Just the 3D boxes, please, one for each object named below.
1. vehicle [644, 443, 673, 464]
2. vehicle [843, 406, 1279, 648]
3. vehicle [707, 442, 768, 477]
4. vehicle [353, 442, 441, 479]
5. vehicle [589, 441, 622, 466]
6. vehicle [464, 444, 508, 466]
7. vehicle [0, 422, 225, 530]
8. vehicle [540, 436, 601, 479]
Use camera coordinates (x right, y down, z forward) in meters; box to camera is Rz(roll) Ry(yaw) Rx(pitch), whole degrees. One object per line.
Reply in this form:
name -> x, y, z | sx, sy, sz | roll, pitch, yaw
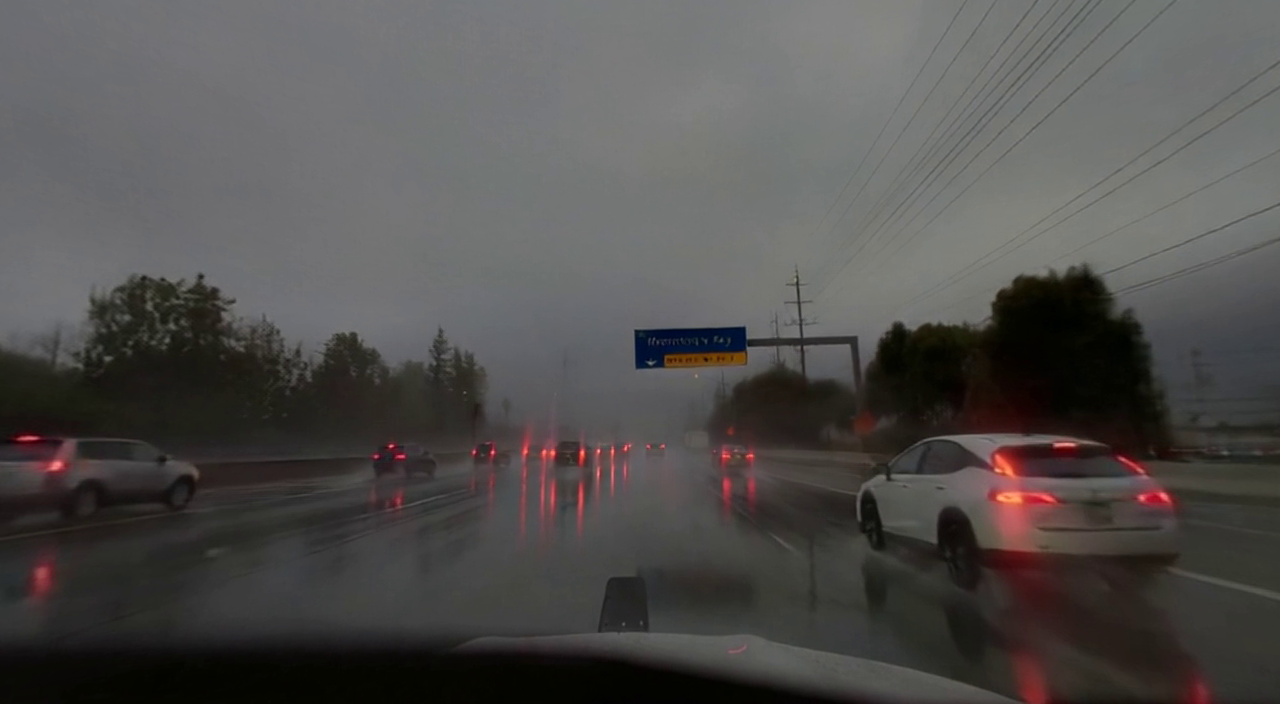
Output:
vehicle -> 1.399, 7.950, 49.741 | 2.220, 1.575, 4.332 | 0, -8, 0
vehicle -> 3.827, 1.471, 6.401 | 2.036, 1.580, 4.360 | 0, -8, 0
vehicle -> 4.445, 4.968, 29.437 | 2.022, 1.472, 4.678 | 0, -8, -1
vehicle -> -10.546, 4.713, 27.737 | 1.926, 1.479, 4.688 | 0, -8, 1
vehicle -> -2.478, 7.456, 46.522 | 2.133, 1.668, 4.505 | 0, -8, 1
vehicle -> -10.799, 7.210, 44.481 | 1.877, 1.458, 4.543 | 0, -8, 1
vehicle -> -10.791, 2.313, 12.342 | 2.137, 1.690, 4.630 | 0, -8, 1
vehicle -> -3.039, 4.723, 28.577 | 2.133, 1.775, 4.530 | 0, -8, 1
